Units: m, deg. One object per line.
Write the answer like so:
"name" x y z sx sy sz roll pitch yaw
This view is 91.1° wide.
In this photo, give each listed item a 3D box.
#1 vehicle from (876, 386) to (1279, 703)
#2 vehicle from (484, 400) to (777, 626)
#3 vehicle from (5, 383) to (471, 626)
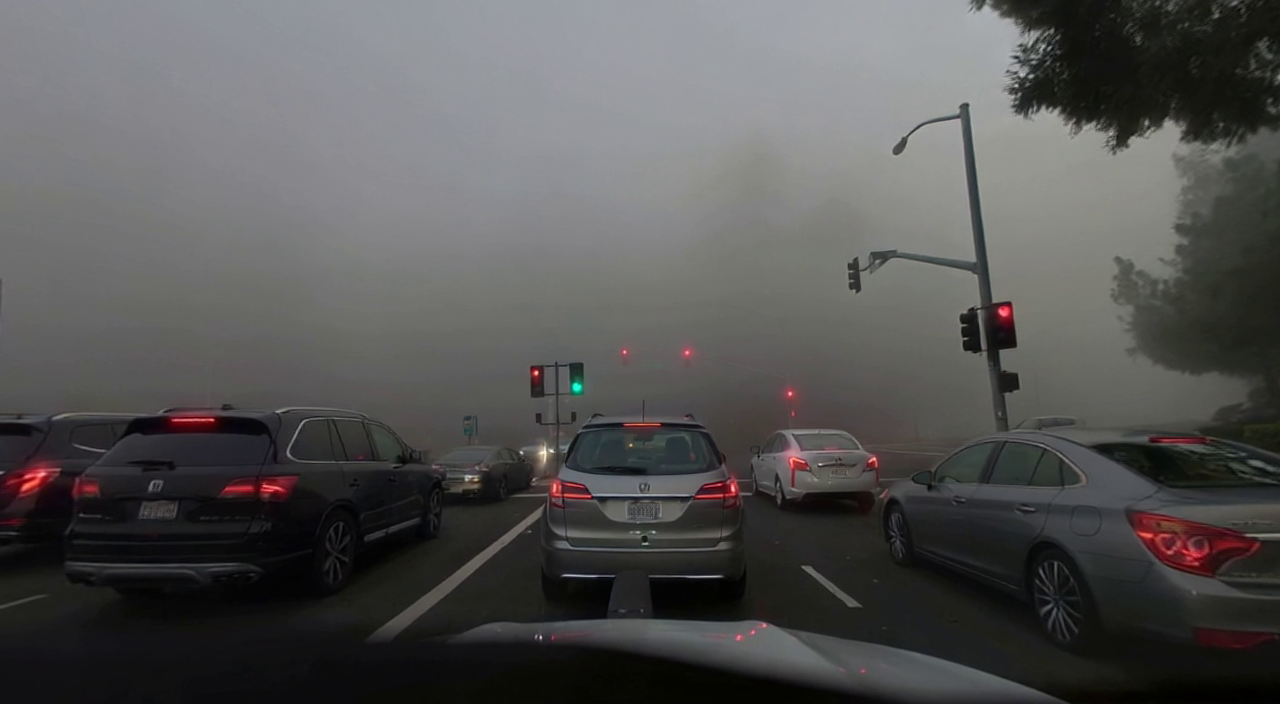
"vehicle" 3.580 1.199 4.602 2.010 1.486 4.498 0 -8 1
"vehicle" -0.049 1.399 6.301 2.047 1.579 3.642 0 -8 1
"vehicle" -3.557 1.425 6.842 2.014 1.755 4.360 0 -8 3
